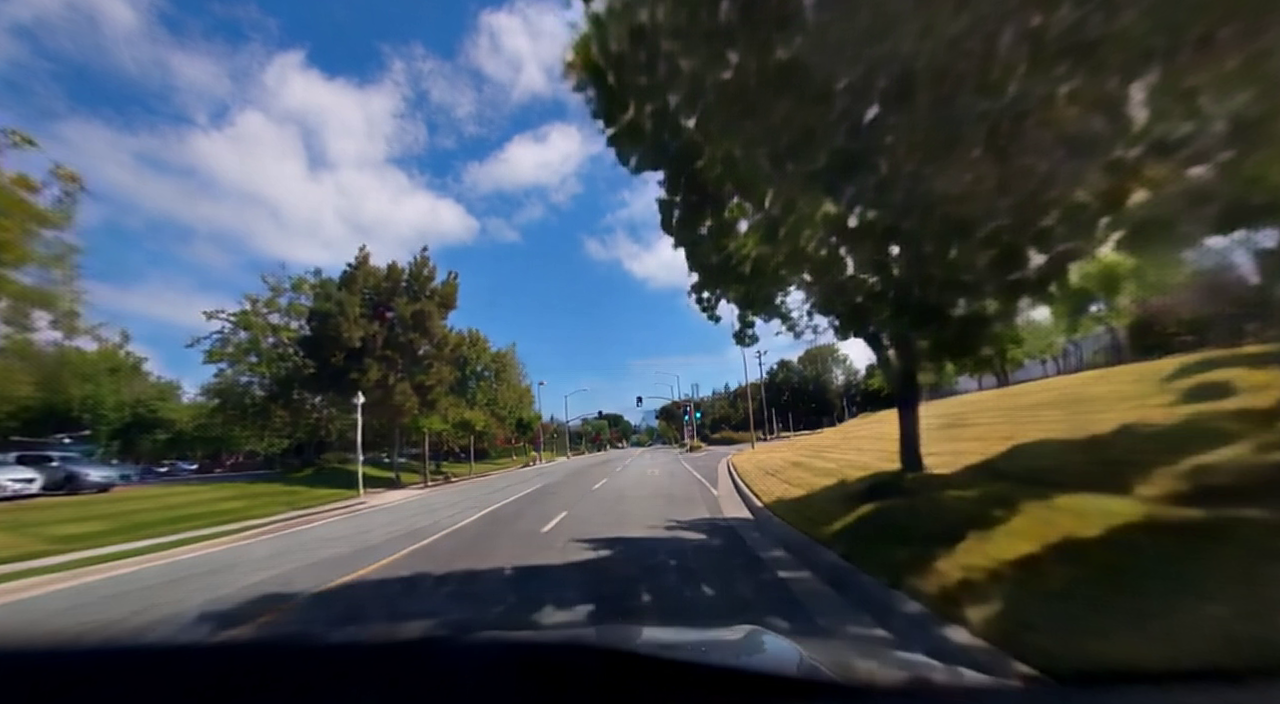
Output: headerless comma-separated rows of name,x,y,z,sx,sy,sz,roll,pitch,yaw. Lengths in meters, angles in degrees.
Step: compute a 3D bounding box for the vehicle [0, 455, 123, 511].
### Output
vehicle,-20.748,4.498,21.636,4.344,1.640,2.016,5,-11,-43
